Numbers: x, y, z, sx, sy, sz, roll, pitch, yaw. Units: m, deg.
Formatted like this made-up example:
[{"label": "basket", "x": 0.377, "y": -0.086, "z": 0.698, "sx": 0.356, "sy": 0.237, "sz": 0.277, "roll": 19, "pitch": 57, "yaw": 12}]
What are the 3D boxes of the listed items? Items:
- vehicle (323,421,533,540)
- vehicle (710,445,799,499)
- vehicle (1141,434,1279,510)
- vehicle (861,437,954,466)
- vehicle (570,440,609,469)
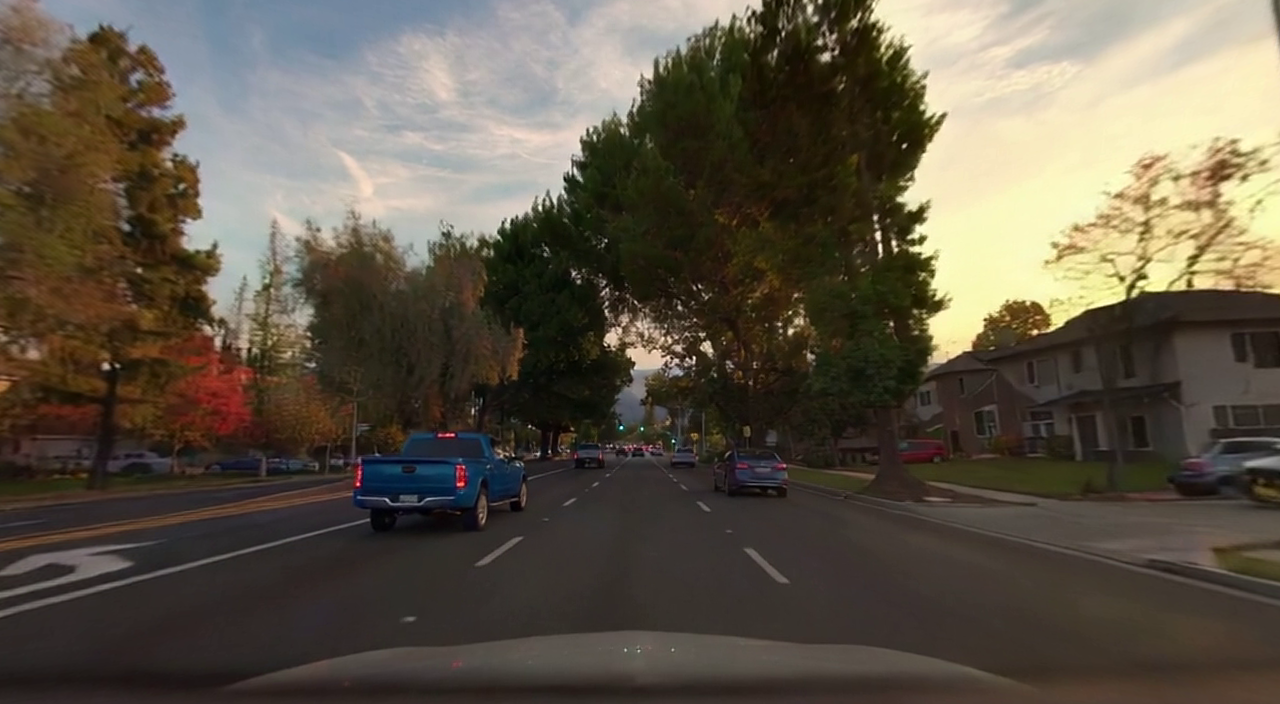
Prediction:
[{"label": "vehicle", "x": -3.589, "y": 2.288, "z": 12.036, "sx": 2.111, "sy": 1.745, "sz": 5.274, "roll": 0, "pitch": -8, "yaw": 1}, {"label": "vehicle", "x": 3.385, "y": 3.614, "z": 19.472, "sx": 1.884, "sy": 1.463, "sz": 4.195, "roll": 0, "pitch": -8, "yaw": -1}, {"label": "vehicle", "x": 13.985, "y": 2.654, "z": 14.362, "sx": 1.929, "sy": 1.502, "sz": 4.177, "roll": -1, "pitch": -8, "yaw": 4}, {"label": "vehicle", "x": 16.304, "y": 6.077, "z": 38.638, "sx": 4.759, "sy": 1.673, "sz": 1.972, "roll": 0, "pitch": -8, "yaw": -2}, {"label": "vehicle", "x": -3.333, "y": 6.897, "z": 42.697, "sx": 2.218, "sy": 1.829, "sz": 4.492, "roll": 0, "pitch": -8, "yaw": 1}]
